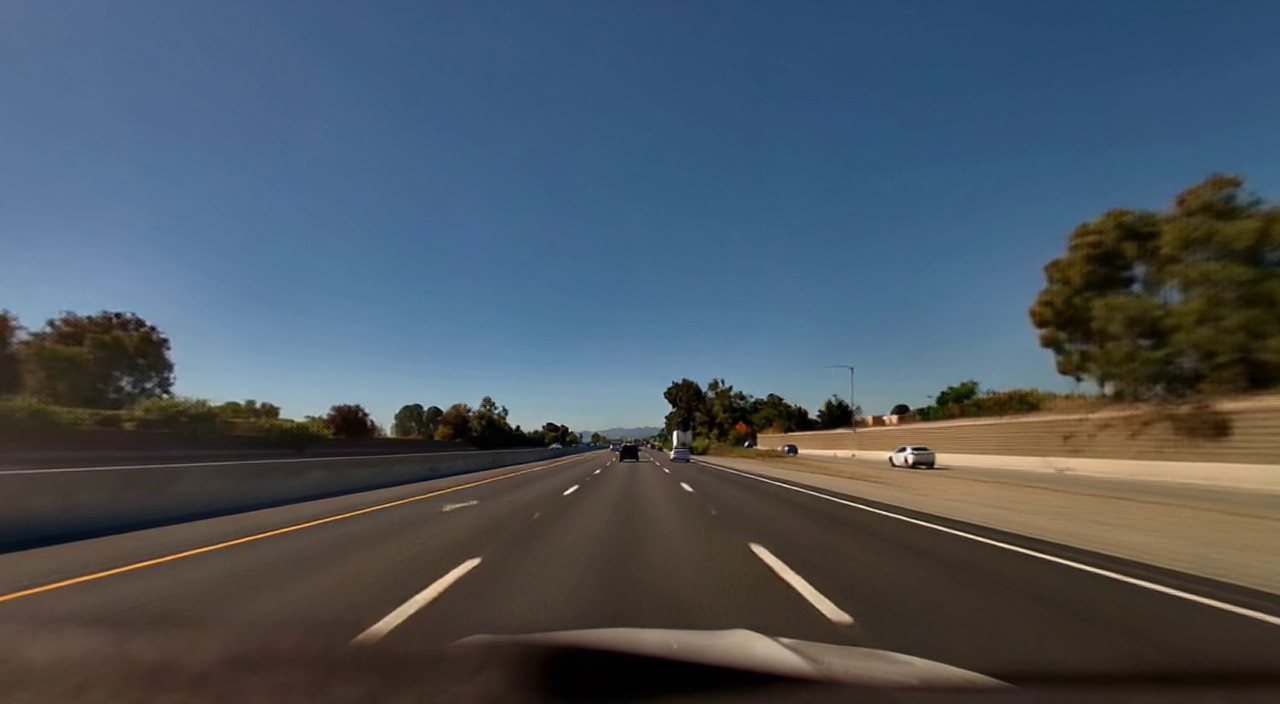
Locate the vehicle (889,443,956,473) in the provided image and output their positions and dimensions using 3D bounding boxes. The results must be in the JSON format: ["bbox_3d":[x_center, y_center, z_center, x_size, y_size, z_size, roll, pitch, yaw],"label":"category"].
[{"bbox_3d":[15.601,5.860,35.098,1.867,1.563,4.436,-1,-9,3],"label":"vehicle"}]

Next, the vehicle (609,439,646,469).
[{"bbox_3d":[-0.748,6.213,38.720,2.121,1.739,4.087,0,-9,0],"label":"vehicle"}]
